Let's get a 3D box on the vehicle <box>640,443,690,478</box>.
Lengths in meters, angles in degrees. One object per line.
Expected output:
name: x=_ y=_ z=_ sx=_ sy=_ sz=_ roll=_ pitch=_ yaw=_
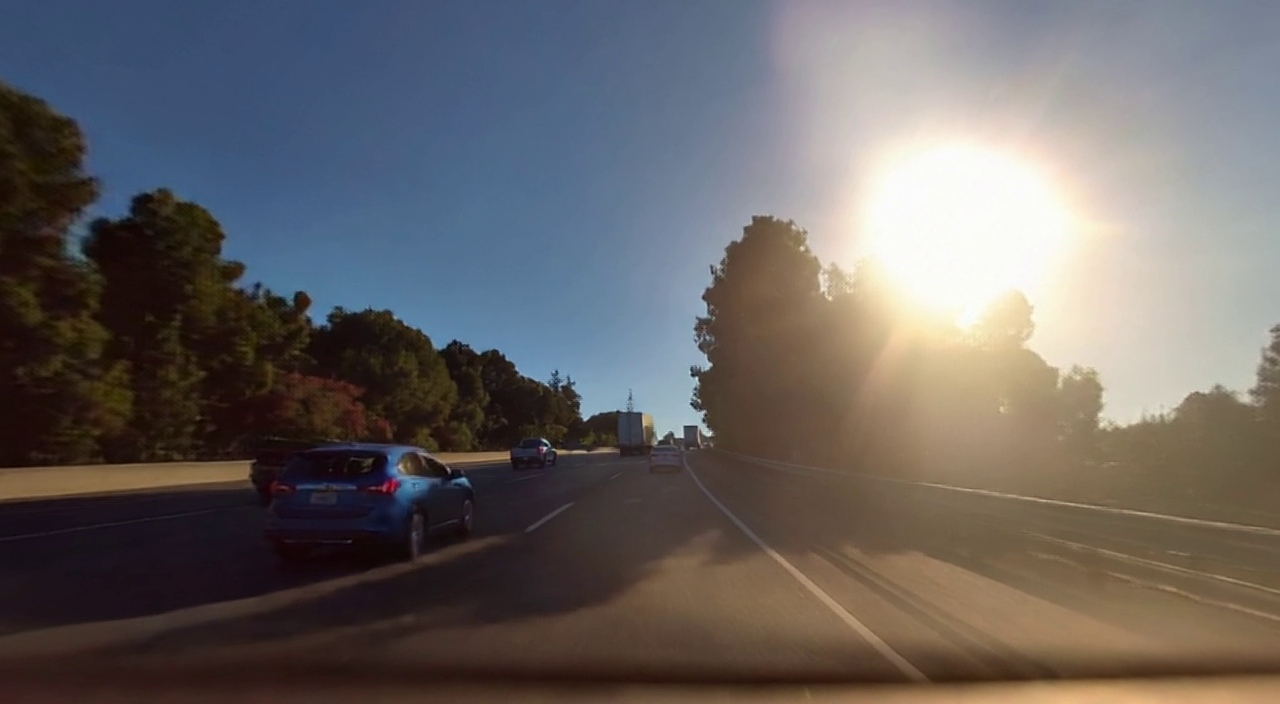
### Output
vehicle: x=1.071 y=4.564 z=26.716 sx=1.984 sy=1.365 sz=3.767 roll=0 pitch=-8 yaw=3

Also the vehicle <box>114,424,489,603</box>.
vehicle: x=-3.427 y=1.711 z=7.703 sx=1.916 sy=1.486 sz=4.631 roll=0 pitch=-9 yaw=1

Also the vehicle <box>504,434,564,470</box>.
vehicle: x=-5.797 y=5.516 z=35.051 sx=2.142 sy=1.833 sz=4.854 roll=-1 pitch=-9 yaw=4
